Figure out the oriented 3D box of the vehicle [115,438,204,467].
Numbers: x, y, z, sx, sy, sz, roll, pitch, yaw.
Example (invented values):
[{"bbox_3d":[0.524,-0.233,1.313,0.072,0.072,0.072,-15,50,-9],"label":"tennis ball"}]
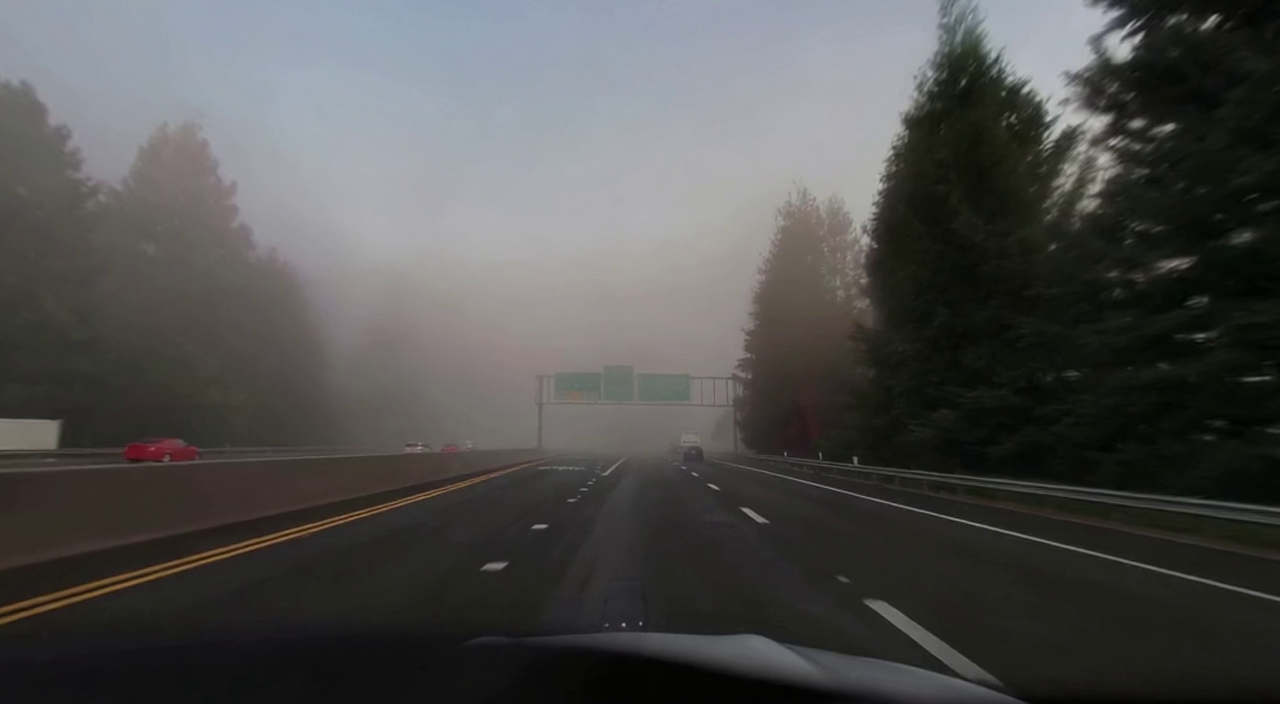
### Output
[{"bbox_3d":[-31.847,6.656,42.043,2.168,1.824,4.932,0,-8,-2],"label":"vehicle"}]
